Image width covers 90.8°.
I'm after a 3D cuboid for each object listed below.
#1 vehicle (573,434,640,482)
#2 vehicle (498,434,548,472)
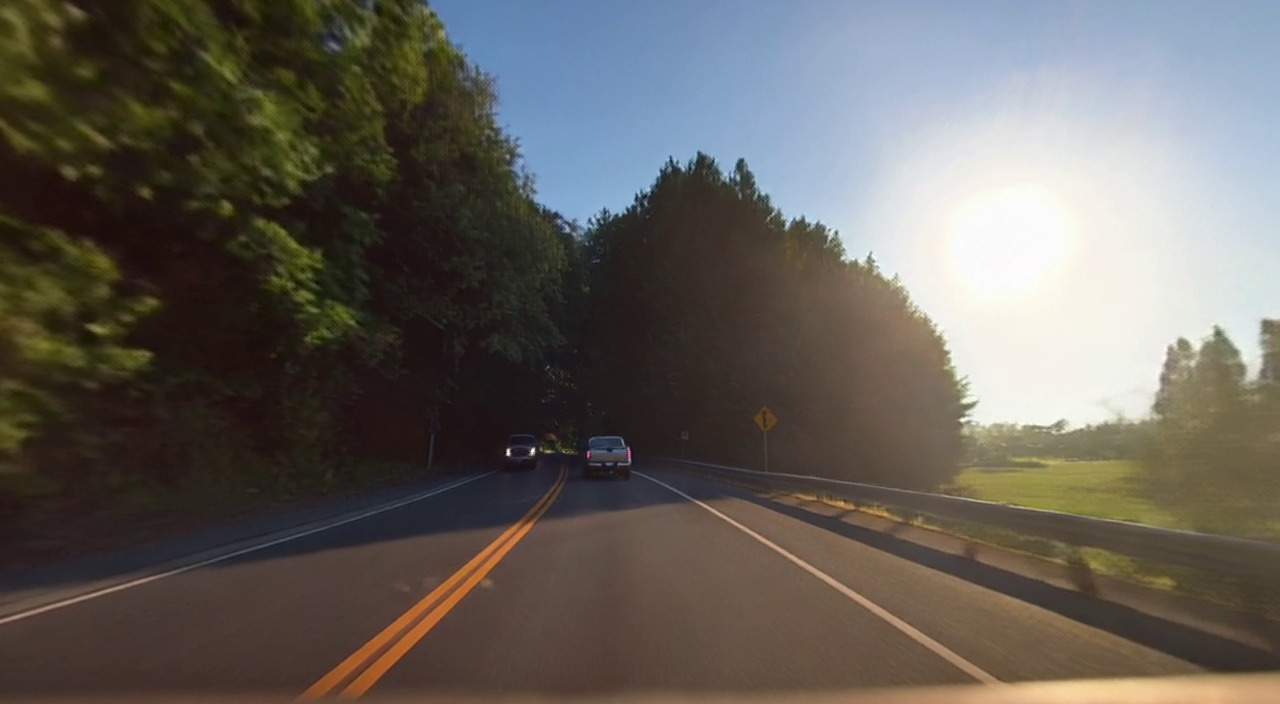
[{"bbox_3d":[-1.487,4.539,27.383,2.631,1.798,5.331,0,-8,-4],"label":"vehicle"},{"bbox_3d":[-6.650,5.794,36.438,2.374,1.989,4.909,0,-8,-5],"label":"vehicle"}]
